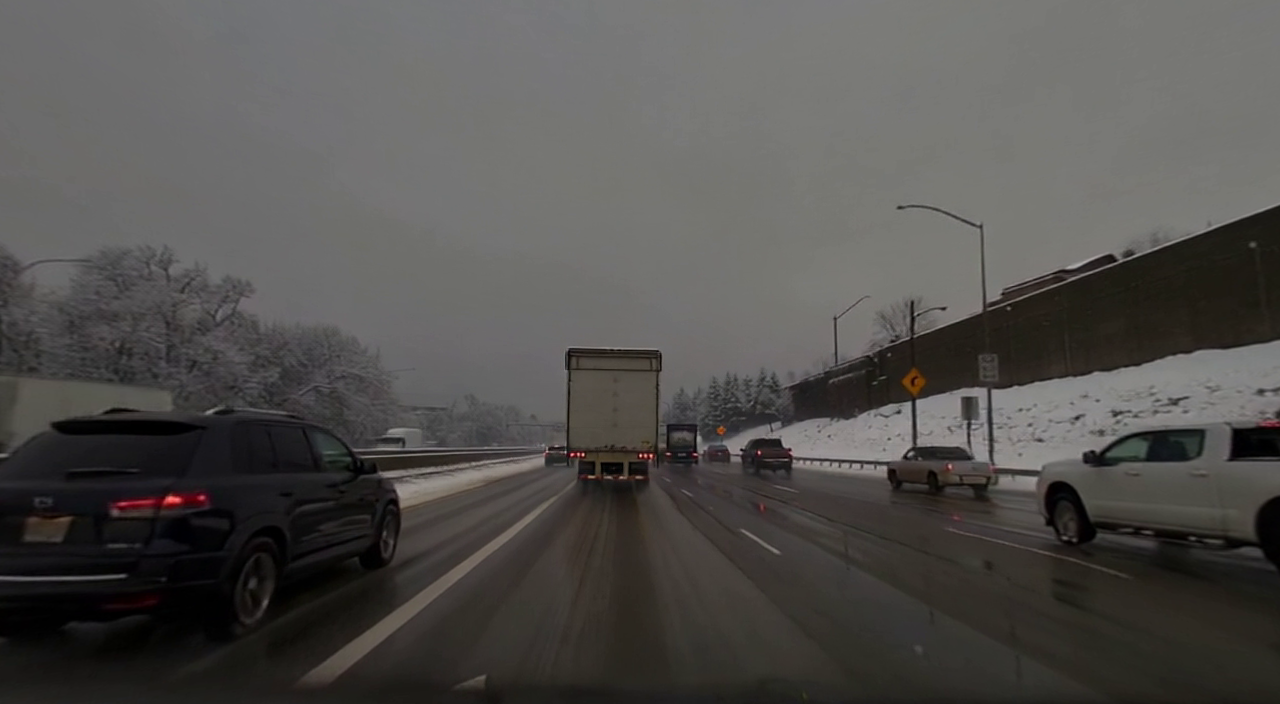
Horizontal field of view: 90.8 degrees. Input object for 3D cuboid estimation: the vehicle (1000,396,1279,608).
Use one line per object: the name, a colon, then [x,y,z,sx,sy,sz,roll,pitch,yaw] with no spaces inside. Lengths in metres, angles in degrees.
vehicle: [6.345,1.436,6.555,2.188,1.731,5.031,0,-9,-1]

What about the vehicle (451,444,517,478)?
vehicle: [-7.345,5.170,30.248,1.973,1.471,4.779,0,-9,-1]

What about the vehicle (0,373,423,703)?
vehicle: [-3.344,1.220,4.849,1.946,1.641,4.105,0,-9,-1]

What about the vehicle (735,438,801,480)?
vehicle: [6.188,5.232,31.062,2.070,1.888,4.546,0,-9,-3]

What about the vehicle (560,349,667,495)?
vehicle: [-0.743,2.723,22.866,2.906,4.040,10.743,0,-9,0]

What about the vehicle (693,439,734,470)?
vehicle: [5.458,7.674,47.455,2.297,2.116,5.052,0,-9,-2]

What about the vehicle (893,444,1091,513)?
vehicle: [8.624,3.114,16.189,2.002,1.472,4.950,0,-9,-3]

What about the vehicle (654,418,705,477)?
vehicle: [2.465,6.360,42.218,2.669,3.491,8.645,0,-9,-1]
